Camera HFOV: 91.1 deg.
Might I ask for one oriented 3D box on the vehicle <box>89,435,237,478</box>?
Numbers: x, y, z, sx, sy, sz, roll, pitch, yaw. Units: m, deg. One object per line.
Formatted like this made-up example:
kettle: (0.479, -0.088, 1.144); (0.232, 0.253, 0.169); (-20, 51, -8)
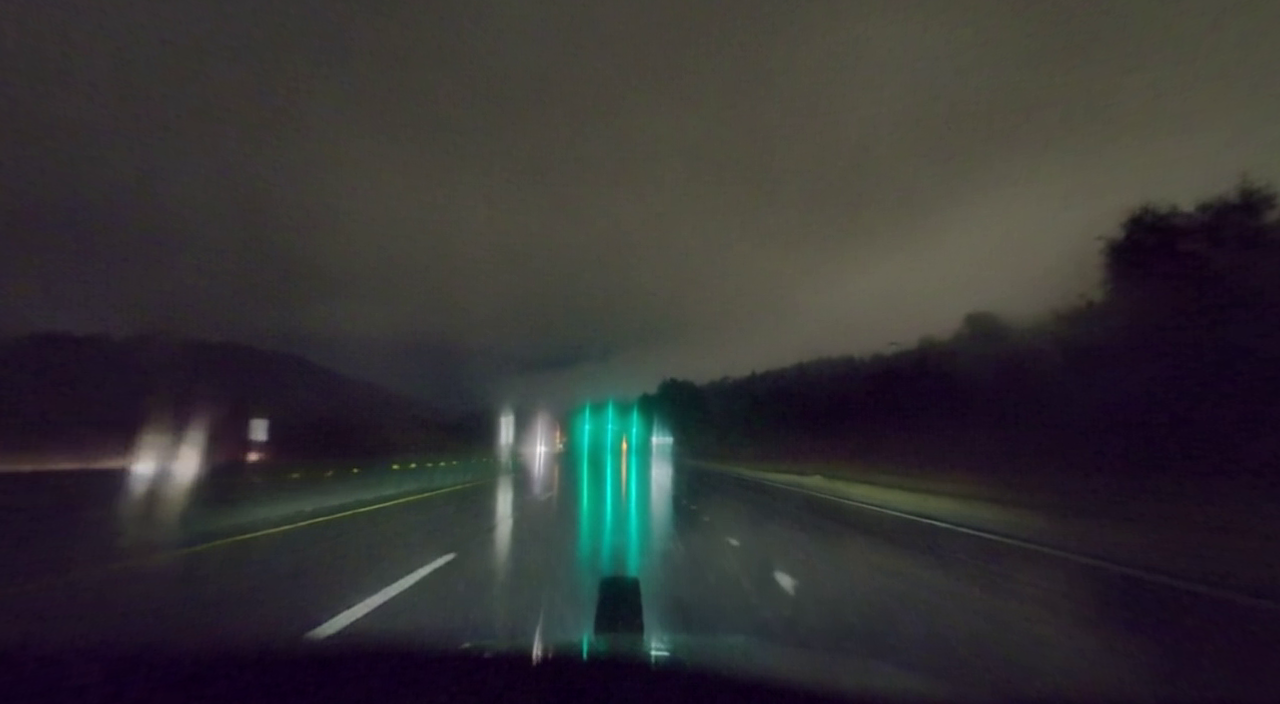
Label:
vehicle: (-17.953, 3.978, 24.026); (2.200, 1.467, 4.470); (0, -9, -1)
